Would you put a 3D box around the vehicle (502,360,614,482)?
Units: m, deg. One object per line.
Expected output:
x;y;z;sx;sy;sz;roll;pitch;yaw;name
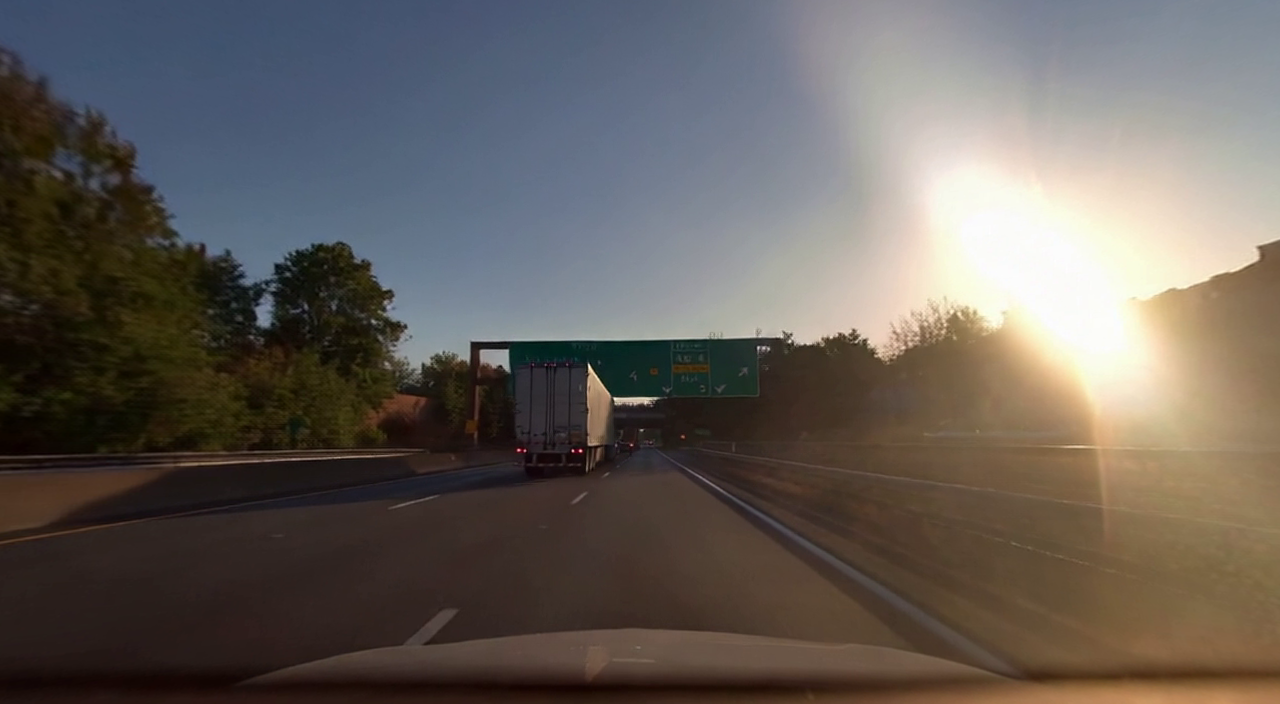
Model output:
-3.004;3.298;28.070;2.947;4.051;14.256;0;-8;1;vehicle
